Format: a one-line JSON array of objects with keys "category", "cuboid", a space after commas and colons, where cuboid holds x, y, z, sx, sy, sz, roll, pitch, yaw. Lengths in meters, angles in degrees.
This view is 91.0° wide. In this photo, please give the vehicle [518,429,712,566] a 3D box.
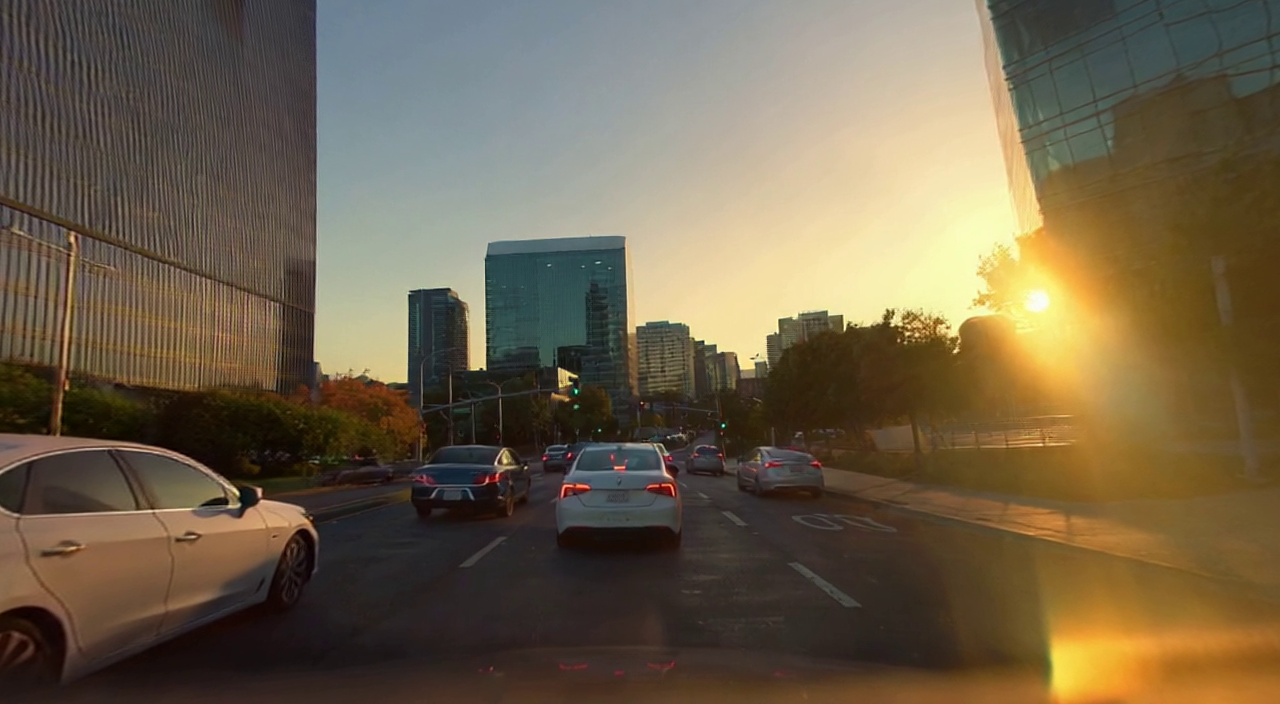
[{"category": "vehicle", "cuboid": [-0.231, 1.964, 9.303, 2.174, 1.509, 4.374, 0, -9, 1]}]

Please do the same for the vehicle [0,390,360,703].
[{"category": "vehicle", "cuboid": [-3.564, 1.098, 3.735, 1.933, 1.520, 4.195, 0, -9, -1]}]

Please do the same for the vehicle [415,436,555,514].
[{"category": "vehicle", "cuboid": [-3.346, 2.752, 14.634, 2.044, 1.508, 4.479, 0, -9, 1]}]

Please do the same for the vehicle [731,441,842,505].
[{"category": "vehicle", "cuboid": [3.841, 3.225, 17.271, 1.940, 1.514, 4.187, 0, -9, -1]}]
